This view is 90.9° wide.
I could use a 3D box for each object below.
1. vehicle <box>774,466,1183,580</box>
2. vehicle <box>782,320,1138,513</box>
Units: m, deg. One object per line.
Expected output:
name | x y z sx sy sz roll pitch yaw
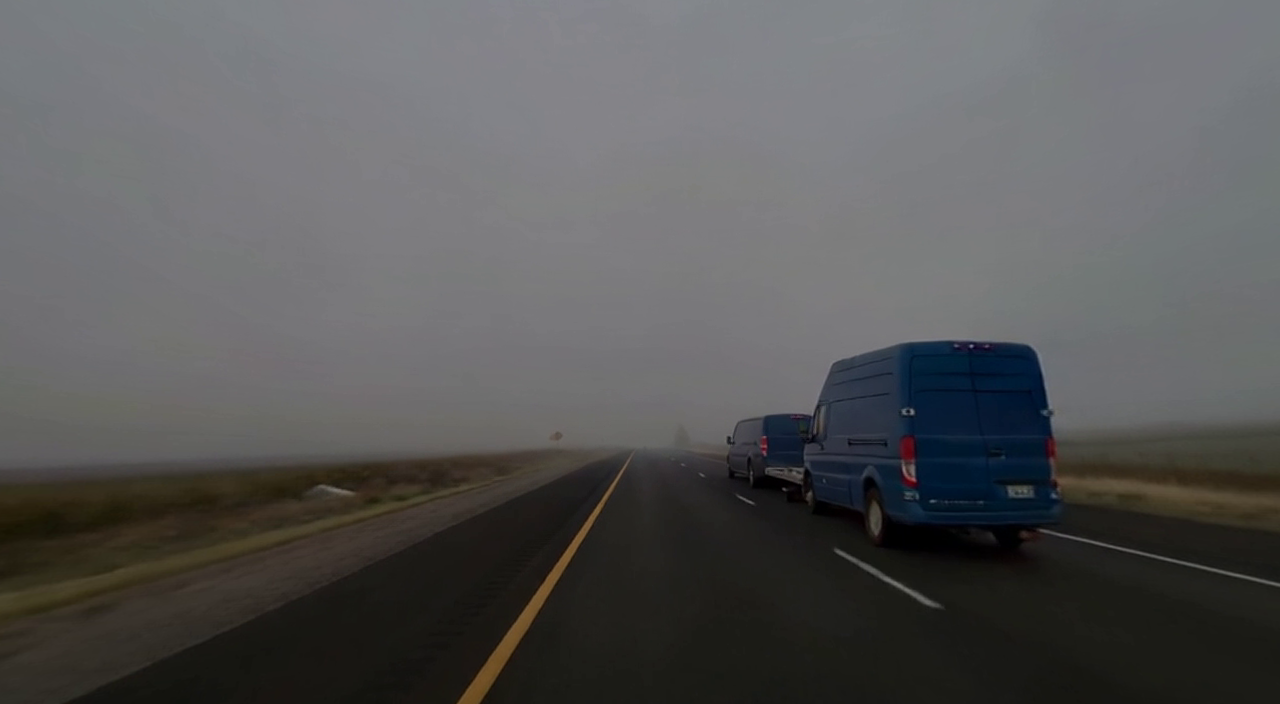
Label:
vehicle | 4.010 2.265 9.420 2.702 0.824 6.391 0 -8 1
vehicle | 4.059 1.053 9.623 2.444 2.053 5.616 -1 -8 0
